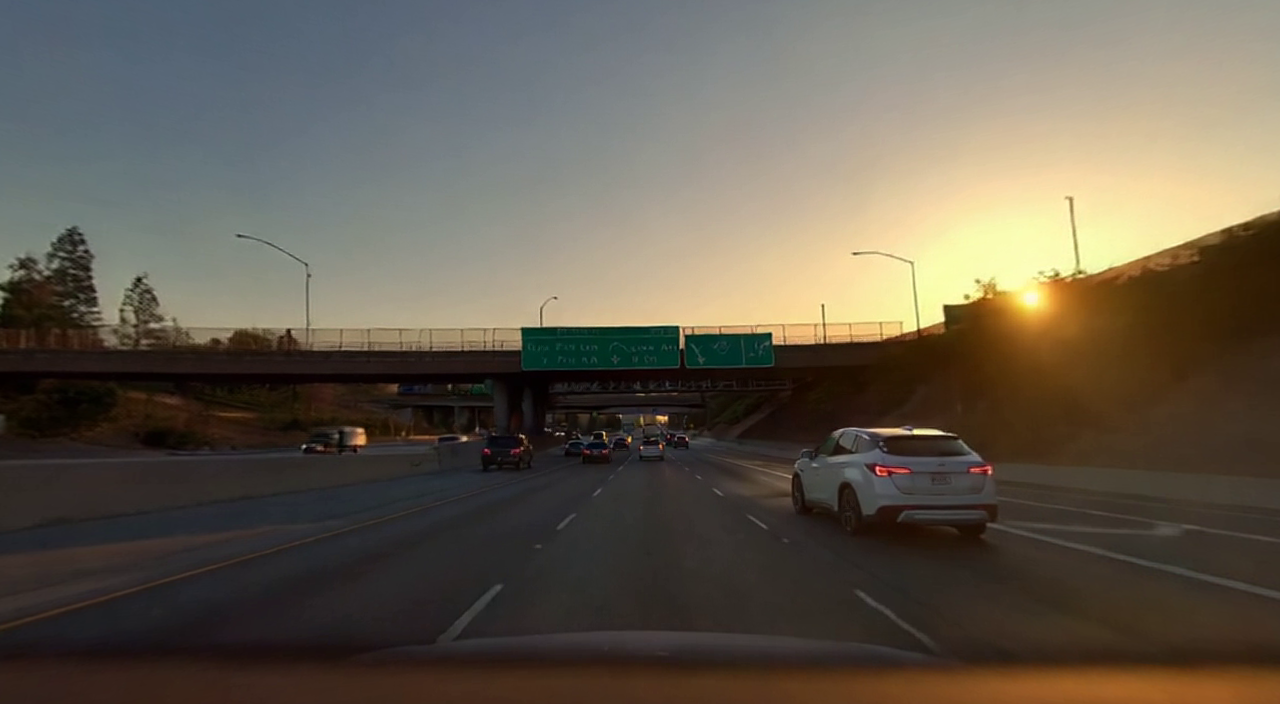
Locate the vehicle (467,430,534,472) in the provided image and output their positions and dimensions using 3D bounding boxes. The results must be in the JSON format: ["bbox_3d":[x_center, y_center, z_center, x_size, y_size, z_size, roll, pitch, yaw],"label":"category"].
[{"bbox_3d":[-6.028,4.329,27.727,1.946,1.688,4.019,0,-8,1],"label":"vehicle"}]

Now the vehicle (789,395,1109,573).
[{"bbox_3d":[3.731,1.693,8.860,2.083,1.823,4.627,0,-8,0],"label":"vehicle"}]

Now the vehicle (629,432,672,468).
[{"bbox_3d":[0.563,5.094,32.990,2.133,1.739,3.925,0,-8,1],"label":"vehicle"}]

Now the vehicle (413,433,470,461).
[{"bbox_3d":[-12.813,6.199,41.070,2.076,1.701,5.093,0,-8,0],"label":"vehicle"}]

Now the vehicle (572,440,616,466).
[{"bbox_3d":[-2.585,5.783,36.405,2.205,1.406,4.286,0,-8,1],"label":"vehicle"}]
